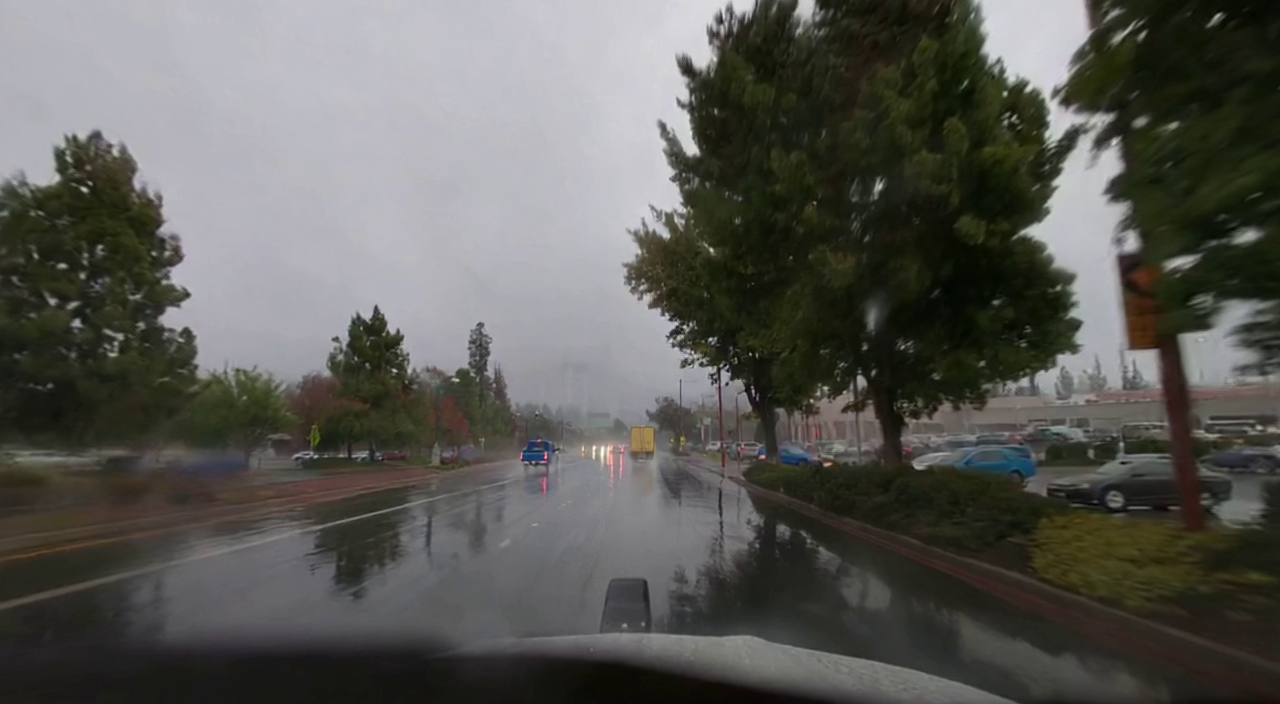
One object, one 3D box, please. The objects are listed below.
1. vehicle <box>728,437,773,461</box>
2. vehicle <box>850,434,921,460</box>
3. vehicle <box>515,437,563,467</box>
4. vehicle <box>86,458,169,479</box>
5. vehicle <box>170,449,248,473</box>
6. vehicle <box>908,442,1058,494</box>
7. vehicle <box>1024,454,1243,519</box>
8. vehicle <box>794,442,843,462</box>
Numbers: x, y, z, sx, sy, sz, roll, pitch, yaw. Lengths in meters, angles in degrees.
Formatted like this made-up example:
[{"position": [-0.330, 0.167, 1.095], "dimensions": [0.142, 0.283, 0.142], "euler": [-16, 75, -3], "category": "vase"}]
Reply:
[{"position": [8.517, 7.567, 49.072], "dimensions": [2.057, 1.750, 4.679], "euler": [1, -9, -9], "category": "vehicle"}, {"position": [18.882, 7.369, 48.787], "dimensions": [2.211, 1.880, 5.847], "euler": [2, -9, -12], "category": "vehicle"}, {"position": [-6.641, 6.640, 42.001], "dimensions": [2.149, 1.893, 5.187], "euler": [0, -8, 2], "category": "vehicle"}, {"position": [-33.809, 7.692, 41.653], "dimensions": [3.913, 1.329, 1.824], "euler": [0, -8, 1], "category": "vehicle"}, {"position": [-33.907, 8.576, 49.670], "dimensions": [4.555, 1.761, 2.039], "euler": [0, -8, 0], "category": "vehicle"}, {"position": [13.884, 4.711, 25.766], "dimensions": [4.812, 1.825, 2.073], "euler": [-3, -9, 2], "category": "vehicle"}, {"position": [13.455, 3.671, 17.430], "dimensions": [4.367, 1.459, 1.851], "euler": [-3, -9, 2], "category": "vehicle"}, {"position": [13.798, 7.733, 49.006], "dimensions": [1.944, 1.476, 4.483], "euler": [1, -9, -10], "category": "vehicle"}]
